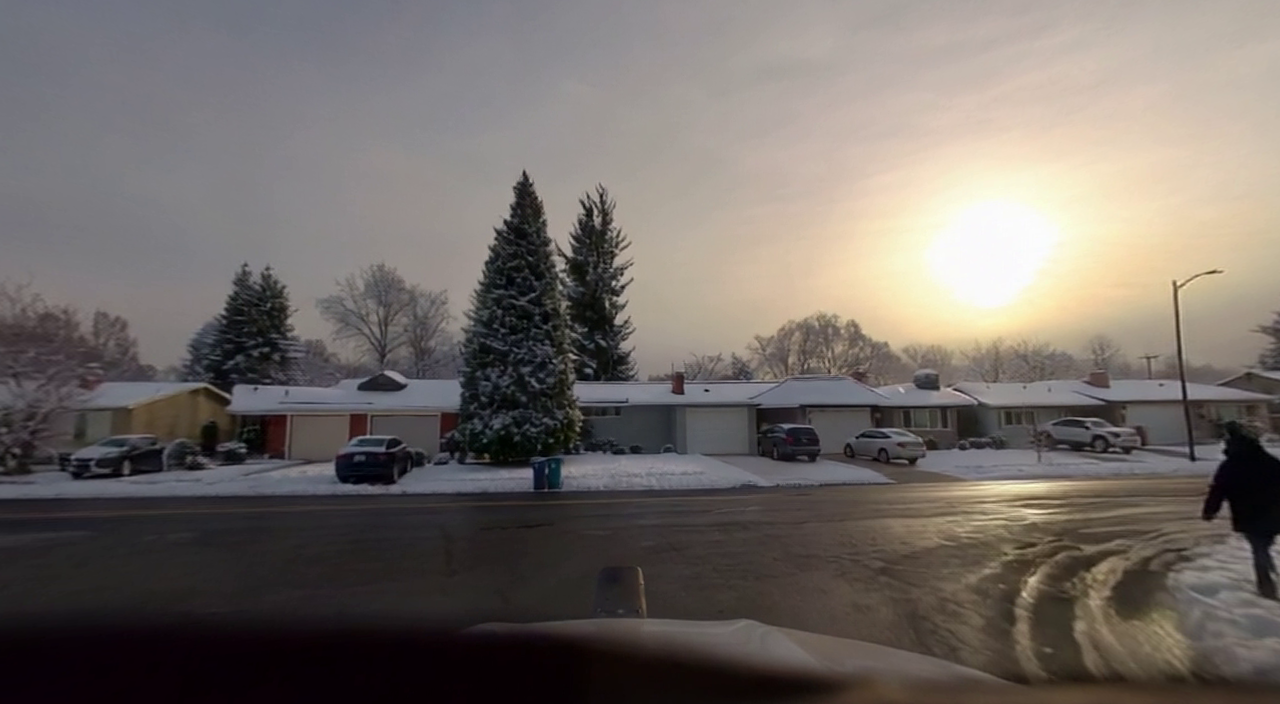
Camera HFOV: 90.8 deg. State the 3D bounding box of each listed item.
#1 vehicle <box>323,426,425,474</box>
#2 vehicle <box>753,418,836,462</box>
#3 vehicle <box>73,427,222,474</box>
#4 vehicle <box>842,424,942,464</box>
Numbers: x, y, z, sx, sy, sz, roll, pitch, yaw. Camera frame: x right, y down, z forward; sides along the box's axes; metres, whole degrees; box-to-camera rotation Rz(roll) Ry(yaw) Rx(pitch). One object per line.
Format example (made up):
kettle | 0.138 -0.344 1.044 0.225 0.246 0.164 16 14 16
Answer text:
vehicle | -10.028 3.762 24.292 1.942 1.651 4.655 0 -9 -1
vehicle | 6.511 3.826 27.152 1.937 1.731 4.179 2 -9 -10
vehicle | -19.600 3.973 25.436 1.942 1.700 4.478 -1 -9 9
vehicle | 10.539 3.916 26.771 1.873 1.556 4.216 2 -9 -11
